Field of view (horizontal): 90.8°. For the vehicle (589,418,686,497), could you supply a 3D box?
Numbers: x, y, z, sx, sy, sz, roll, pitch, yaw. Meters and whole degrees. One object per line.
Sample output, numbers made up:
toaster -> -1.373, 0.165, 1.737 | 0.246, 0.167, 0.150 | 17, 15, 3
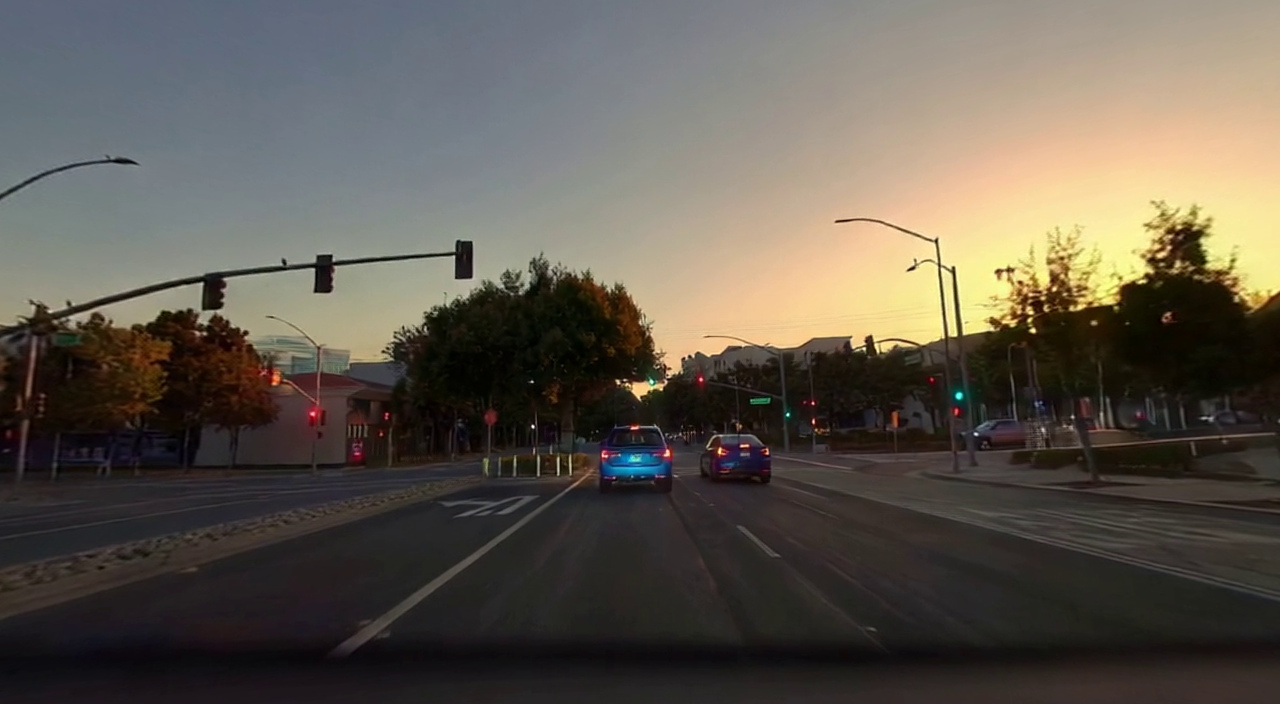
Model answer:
vehicle -> -0.156, 2.968, 18.144 | 2.413, 1.939, 4.716 | 0, -8, -2

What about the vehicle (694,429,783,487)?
vehicle -> 3.155, 3.509, 21.192 | 2.107, 1.736, 4.228 | 0, -8, -3
